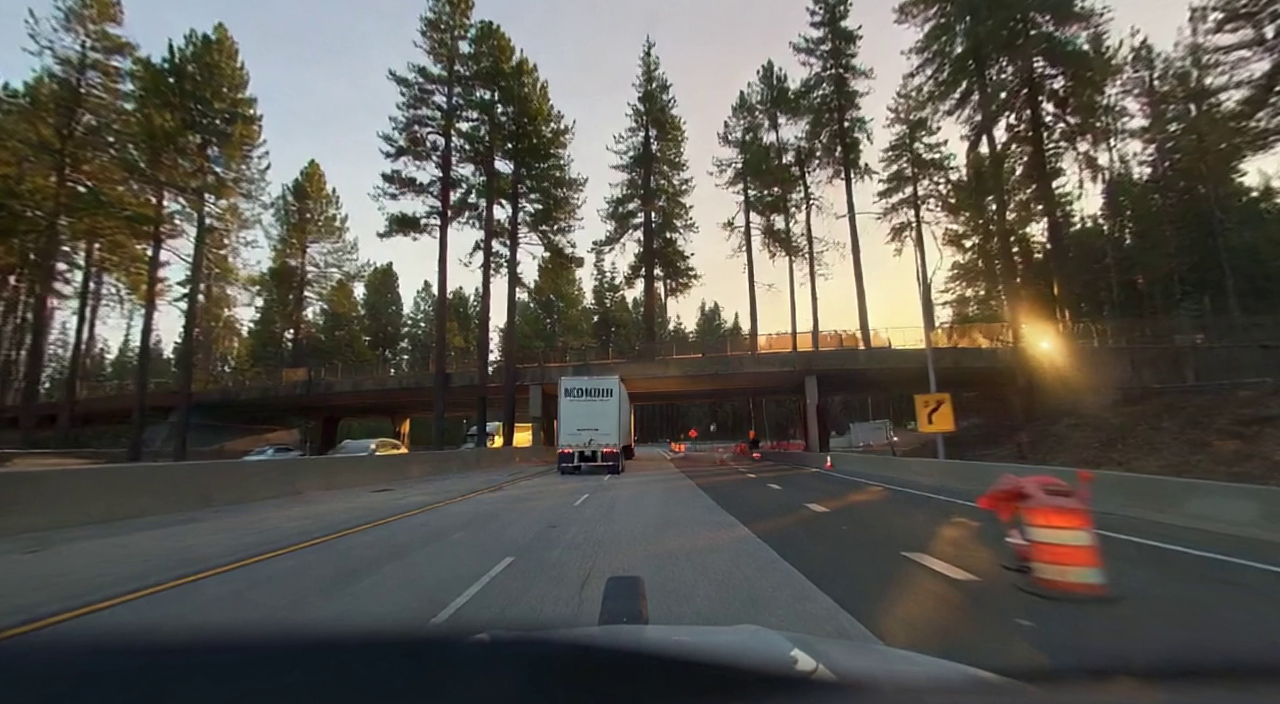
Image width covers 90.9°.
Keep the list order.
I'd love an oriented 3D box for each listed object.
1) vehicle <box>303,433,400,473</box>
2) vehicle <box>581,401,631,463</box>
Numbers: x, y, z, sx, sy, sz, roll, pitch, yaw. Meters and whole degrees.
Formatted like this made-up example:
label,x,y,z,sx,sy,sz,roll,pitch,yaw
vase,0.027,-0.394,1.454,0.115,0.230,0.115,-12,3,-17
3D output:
label,x,y,z,sx,sy,sz,roll,pitch,yaw
vehicle,-13.046,4.588,28.918,2.098,1.657,4.744,0,-8,1
vehicle,-2.298,6.018,46.697,2.845,4.049,10.214,0,-8,1
